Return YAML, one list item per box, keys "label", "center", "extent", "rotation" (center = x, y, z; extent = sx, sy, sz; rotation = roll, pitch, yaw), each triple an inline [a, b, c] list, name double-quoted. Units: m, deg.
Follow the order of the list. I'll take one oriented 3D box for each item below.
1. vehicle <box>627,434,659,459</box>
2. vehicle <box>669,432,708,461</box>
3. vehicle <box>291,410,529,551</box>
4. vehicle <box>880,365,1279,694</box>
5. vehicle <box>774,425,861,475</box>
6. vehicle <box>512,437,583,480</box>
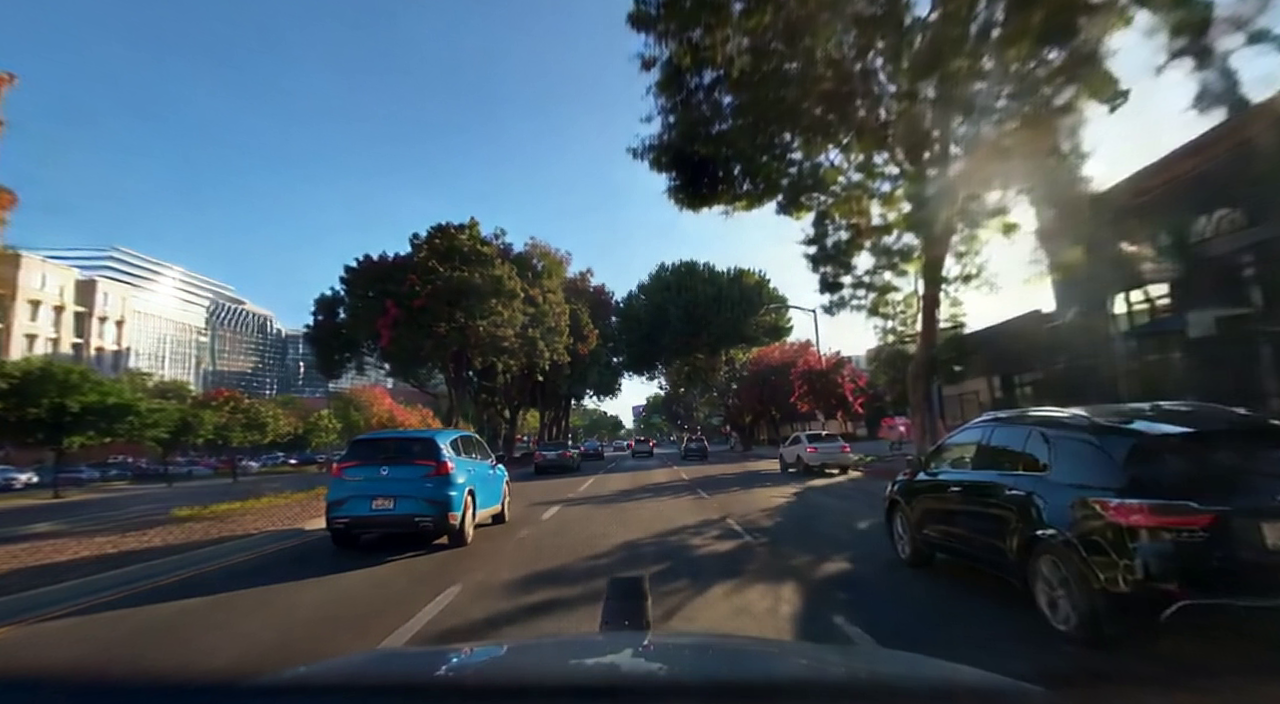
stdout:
- label: "vehicle"
  center: [0.205, 7.283, 48.411]
  extent: [2.304, 1.795, 4.526]
  rotation: [0, -8, 0]
- label: "vehicle"
  center: [3.215, 6.452, 43.043]
  extent: [2.178, 1.804, 4.766]
  rotation: [0, -9, -1]
- label: "vehicle"
  center: [-3.234, 1.914, 10.051]
  extent: [2.141, 1.719, 4.379]
  rotation: [0, -9, 0]
- label: "vehicle"
  center: [3.911, 1.219, 5.484]
  extent: [2.088, 1.666, 4.512]
  rotation: [-1, -9, 4]
- label: "vehicle"
  center: [6.915, 3.873, 25.062]
  extent: [2.076, 1.793, 4.464]
  rotation: [0, -9, -1]
- label: "vehicle"
  center: [-3.459, 4.072, 24.377]
  extent: [2.036, 1.465, 4.301]
  rotation: [0, -9, 1]
